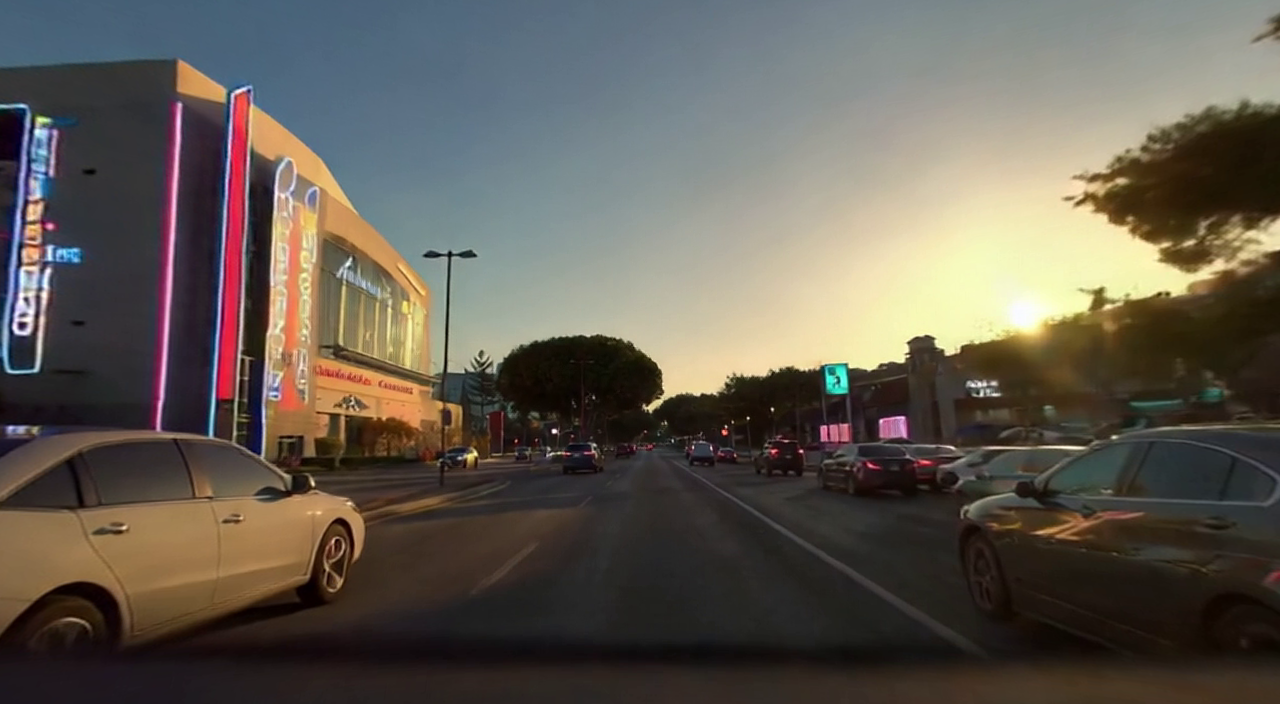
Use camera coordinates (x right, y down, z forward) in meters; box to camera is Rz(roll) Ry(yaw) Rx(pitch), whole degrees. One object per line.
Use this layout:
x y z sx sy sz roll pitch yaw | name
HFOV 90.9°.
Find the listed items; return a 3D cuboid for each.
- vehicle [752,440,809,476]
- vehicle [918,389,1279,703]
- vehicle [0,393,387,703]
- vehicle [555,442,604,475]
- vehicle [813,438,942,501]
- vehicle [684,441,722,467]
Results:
7.652 5.798 34.778 2.003 1.789 4.718 0 -8 -1 | vehicle
3.344 0.995 3.007 1.981 1.499 4.536 0 -8 0 | vehicle
-3.597 1.095 3.637 2.155 1.504 4.776 -1 -8 2 | vehicle
-2.889 5.201 31.040 1.917 1.511 4.436 0 -8 1 | vehicle
7.055 3.504 19.293 2.077 1.666 4.342 0 -8 -3 | vehicle
4.205 6.890 42.711 2.007 1.683 4.171 0 -8 -2 | vehicle
